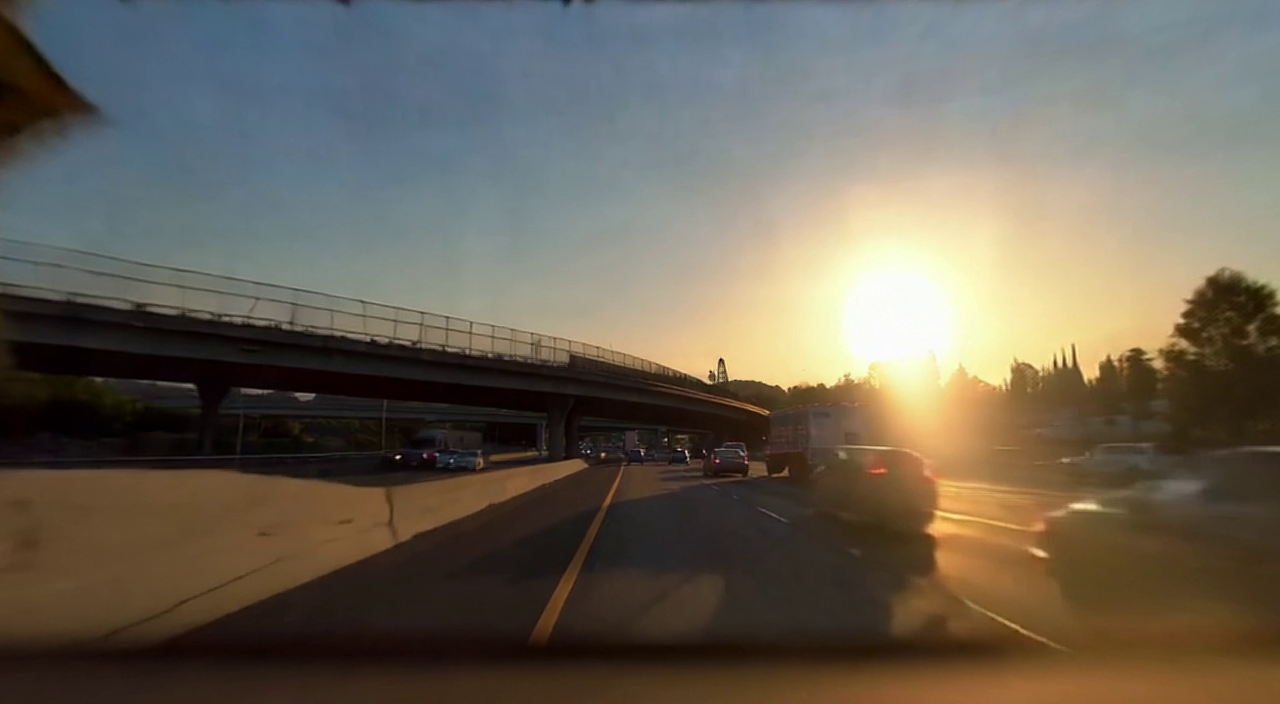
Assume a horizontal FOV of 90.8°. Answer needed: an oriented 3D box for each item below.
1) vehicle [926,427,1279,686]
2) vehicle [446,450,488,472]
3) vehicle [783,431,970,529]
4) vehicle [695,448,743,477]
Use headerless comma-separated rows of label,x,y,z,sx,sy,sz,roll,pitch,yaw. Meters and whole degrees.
vehicle,4.628,1.481,5.635,1.927,1.489,4.478,0,-9,-2
vehicle,-13.333,8.404,48.993,1.971,1.612,4.481,0,-9,-1
vehicle,4.668,2.577,13.374,2.084,1.698,4.489,0,-9,-2
vehicle,4.245,6.025,34.622,1.971,1.453,4.414,0,-9,-2
